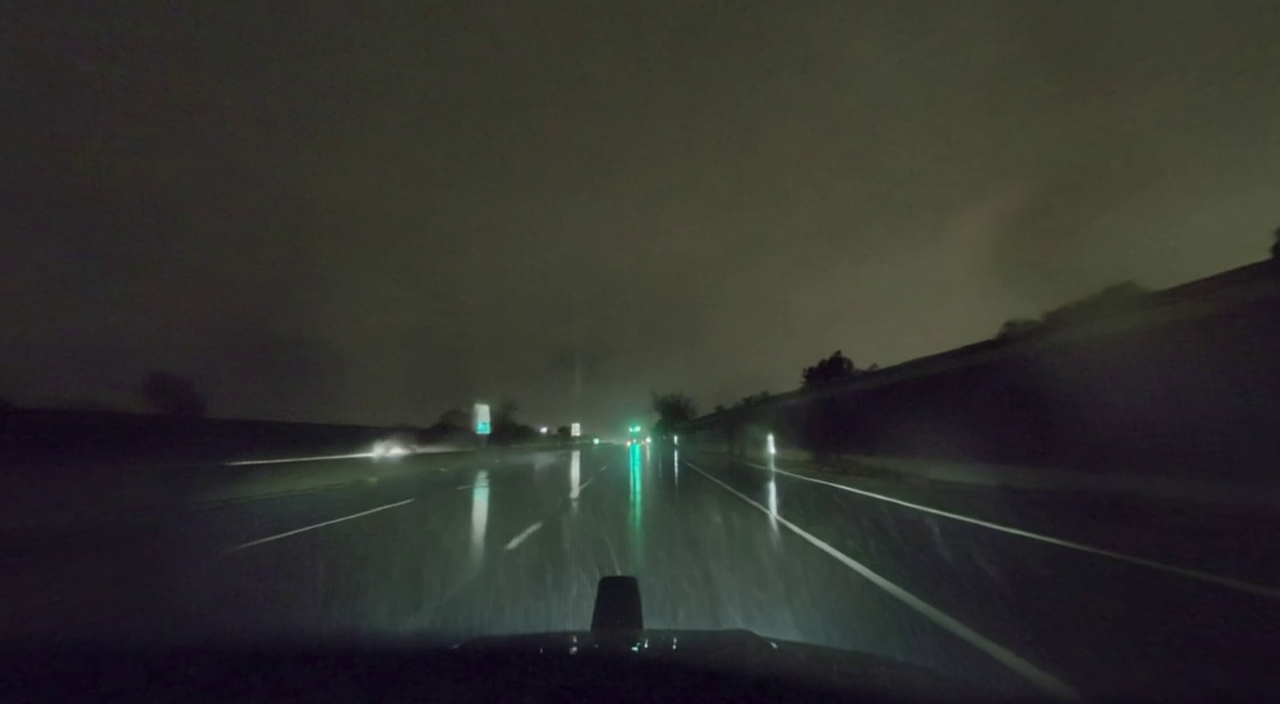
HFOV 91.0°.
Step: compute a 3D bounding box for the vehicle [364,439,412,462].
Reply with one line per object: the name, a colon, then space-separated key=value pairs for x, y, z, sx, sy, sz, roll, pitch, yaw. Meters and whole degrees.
vehicle: x=-19.431 y=7.594 z=48.773 sx=1.891 sy=1.607 sz=4.384 roll=0 pitch=-8 yaw=0
